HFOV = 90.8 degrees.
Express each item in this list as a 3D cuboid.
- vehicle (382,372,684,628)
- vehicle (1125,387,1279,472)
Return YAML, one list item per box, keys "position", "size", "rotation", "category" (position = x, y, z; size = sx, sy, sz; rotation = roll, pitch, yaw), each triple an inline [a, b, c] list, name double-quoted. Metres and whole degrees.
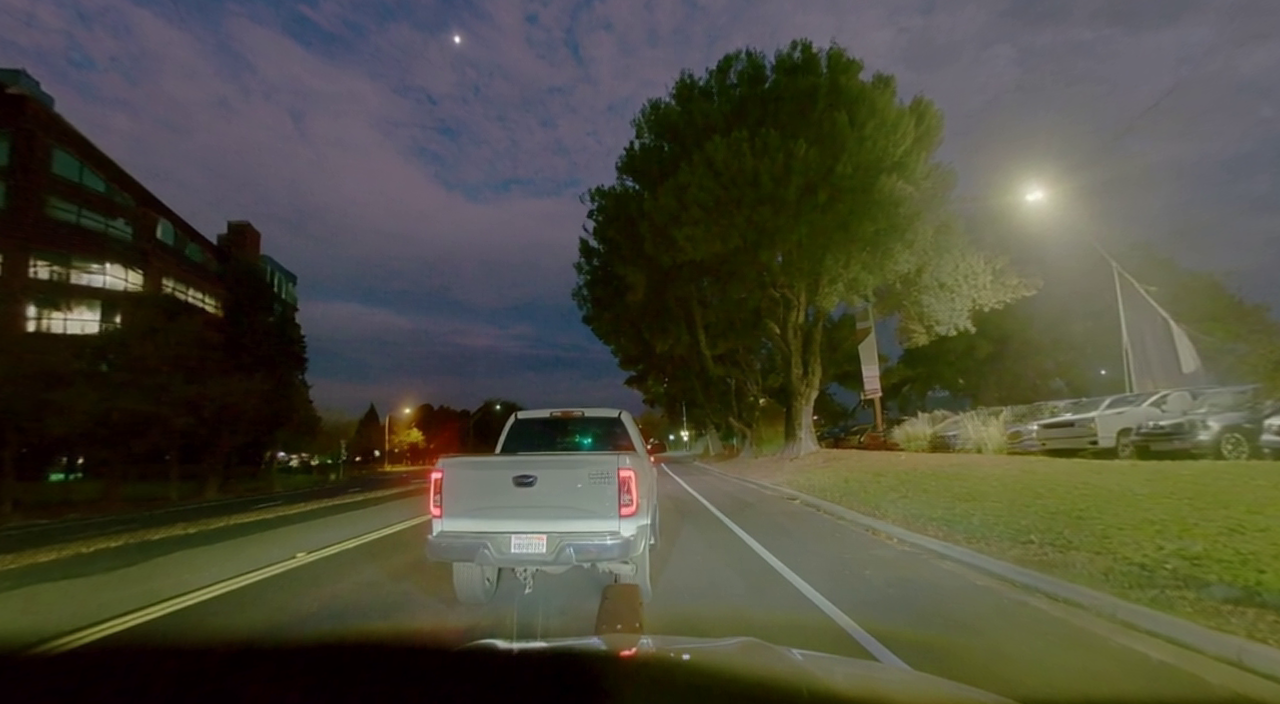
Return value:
- position: [-0.686, 1.422, 7.107]
  size: [2.157, 1.816, 5.039]
  rotation: [0, -8, 2]
  category: "vehicle"
- position: [11.879, 1.408, 11.552]
  size: [4.298, 1.392, 1.944]
  rotation: [-1, -8, 2]
  category: "vehicle"
